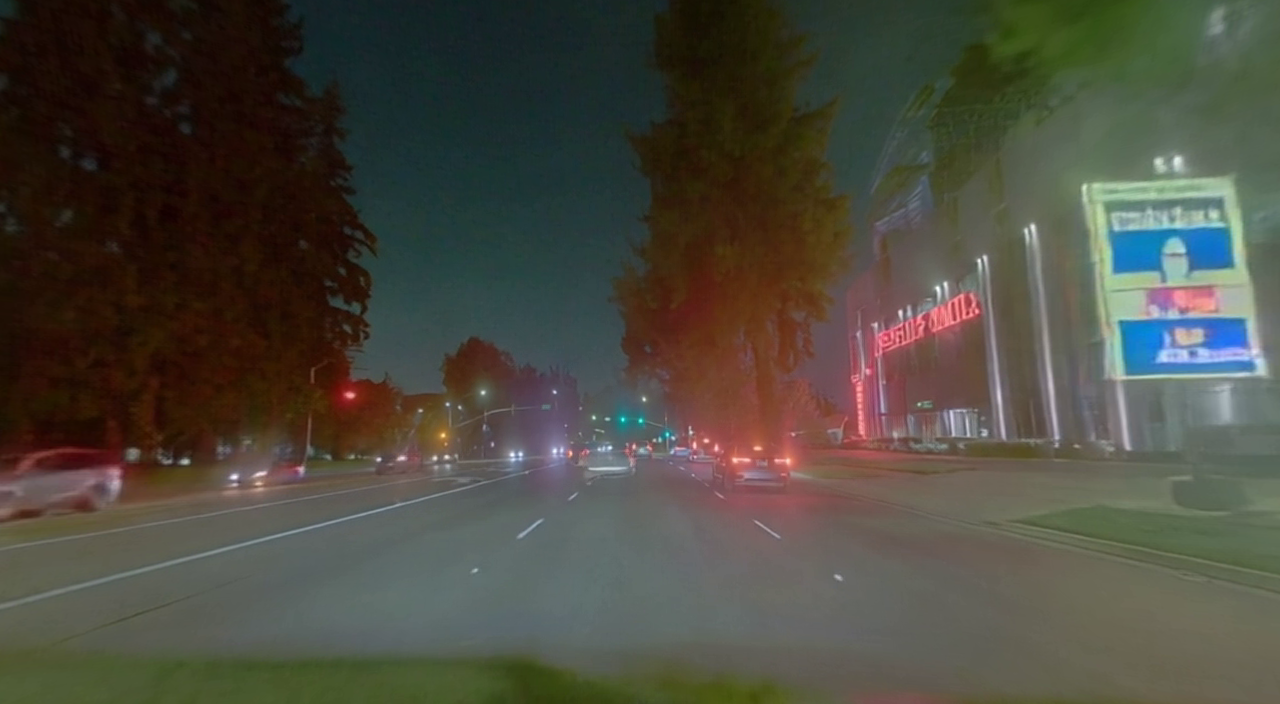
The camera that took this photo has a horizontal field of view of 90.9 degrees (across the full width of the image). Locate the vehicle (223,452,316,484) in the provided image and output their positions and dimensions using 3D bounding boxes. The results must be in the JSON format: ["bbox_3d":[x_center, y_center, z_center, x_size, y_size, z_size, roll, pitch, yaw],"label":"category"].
[{"bbox_3d":[-19.277,6.014,33.094,1.984,1.481,4.752,0,-8,1],"label":"vehicle"}]

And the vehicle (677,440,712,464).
[{"bbox_3d":[3.589,6.669,42.214,1.913,1.463,4.198,0,-8,-1],"label":"vehicle"}]

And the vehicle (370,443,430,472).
[{"bbox_3d":[-15.289,6.714,40.362,1.957,1.732,4.568,-1,-8,1],"label":"vehicle"}]

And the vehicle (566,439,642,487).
[{"bbox_3d":[-1.077,3.610,20.840,1.971,1.433,3.923,-1,-8,4],"label":"vehicle"}]

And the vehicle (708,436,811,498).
[{"bbox_3d":[3.138,3.106,17.490,1.948,1.474,4.360,0,-8,-1],"label":"vehicle"}]

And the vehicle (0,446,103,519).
[{"bbox_3d":[-15.565,3.083,15.011,1.863,1.658,4.078,0,-8,1],"label":"vehicle"}]
